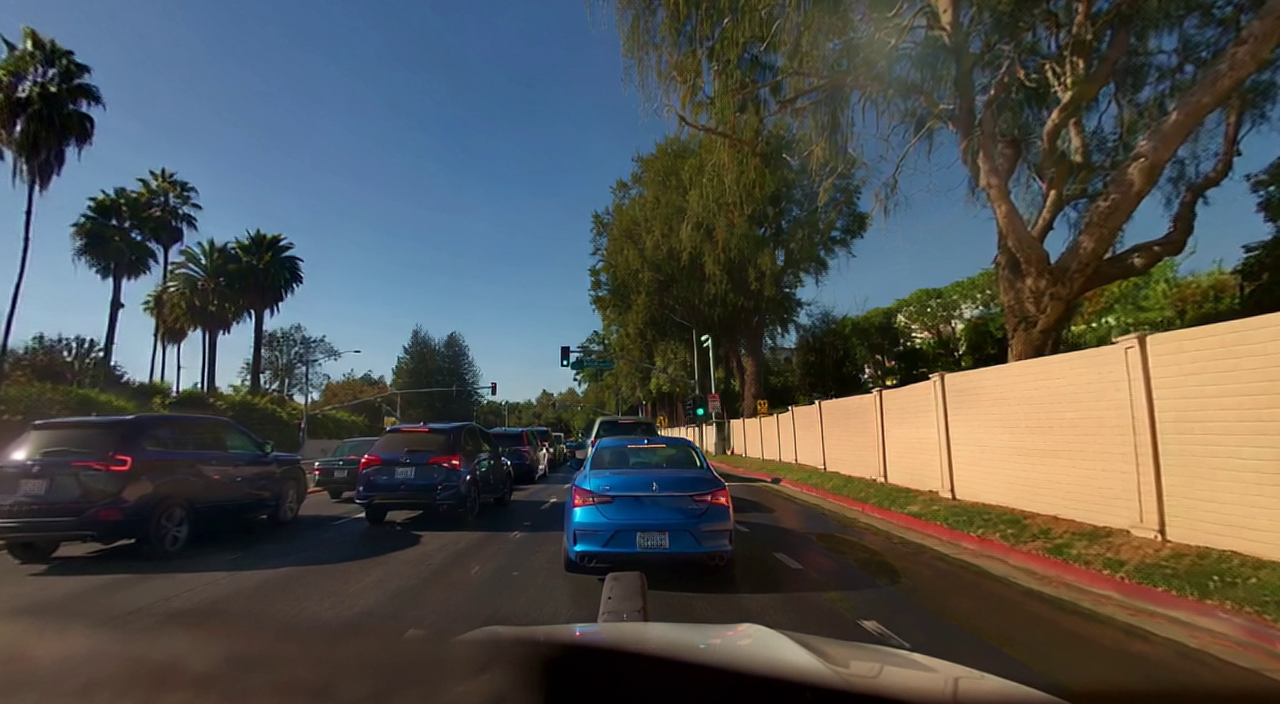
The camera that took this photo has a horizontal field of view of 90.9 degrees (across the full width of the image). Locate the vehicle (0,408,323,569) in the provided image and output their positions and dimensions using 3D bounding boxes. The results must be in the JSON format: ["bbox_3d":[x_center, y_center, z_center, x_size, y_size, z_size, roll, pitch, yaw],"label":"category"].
[{"bbox_3d":[-6.681,1.808,9.109,1.963,1.721,4.467,0,-8,-2],"label":"vehicle"}]

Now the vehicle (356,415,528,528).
[{"bbox_3d":[-3.462,2.183,11.985,2.007,1.746,4.136,0,-8,-1],"label":"vehicle"}]

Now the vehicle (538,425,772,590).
[{"bbox_3d":[0.064,1.736,7.951,2.128,1.473,4.272,0,-8,-2],"label":"vehicle"}]
